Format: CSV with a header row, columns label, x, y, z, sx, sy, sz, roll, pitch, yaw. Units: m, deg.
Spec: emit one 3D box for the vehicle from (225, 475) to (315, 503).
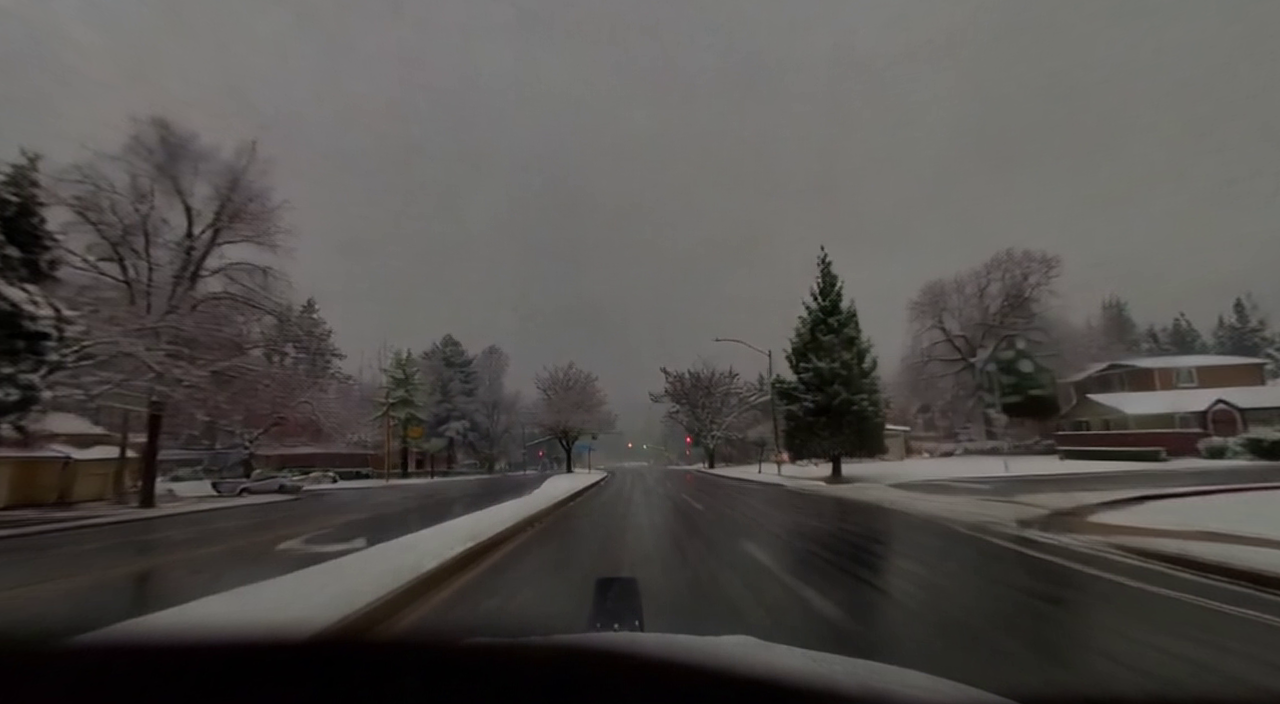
label,x,y,z,sx,sy,sz,roll,pitch,yaw
vehicle,-26.390,9.782,45.168,5.040,1.748,2.186,-1,-9,-1
